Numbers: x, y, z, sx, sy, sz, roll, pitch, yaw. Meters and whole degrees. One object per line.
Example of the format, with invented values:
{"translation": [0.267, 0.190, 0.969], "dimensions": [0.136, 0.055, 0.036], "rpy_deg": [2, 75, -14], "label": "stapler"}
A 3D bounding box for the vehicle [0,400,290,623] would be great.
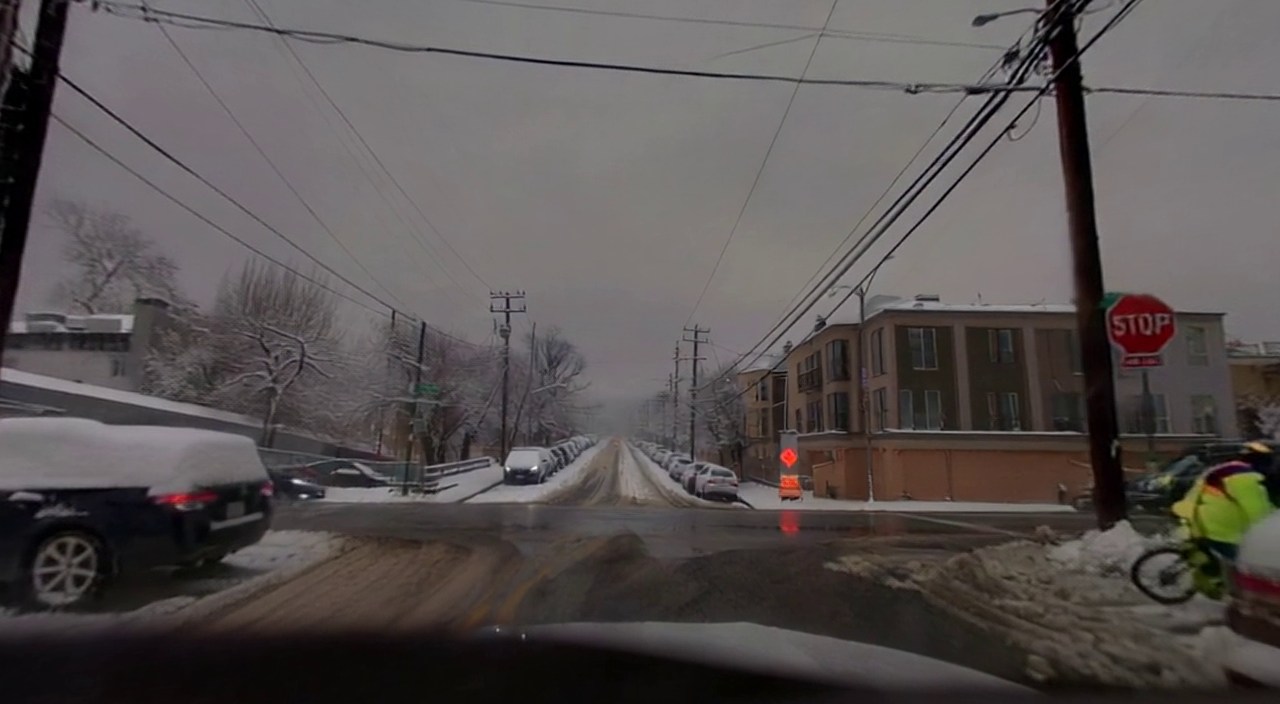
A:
{"translation": [-6.550, 1.305, 6.037], "dimensions": [5.025, 1.648, 2.055], "rpy_deg": [4, -11, -1], "label": "vehicle"}

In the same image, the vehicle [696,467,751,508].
{"translation": [4.128, 6.800, 32.031], "dimensions": [2.007, 1.804, 4.136], "rpy_deg": [0, -9, -3], "label": "vehicle"}

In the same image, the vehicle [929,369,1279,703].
{"translation": [4.505, 1.105, 3.894], "dimensions": [4.416, 1.750, 2.011], "rpy_deg": [0, -8, -3], "label": "vehicle"}
